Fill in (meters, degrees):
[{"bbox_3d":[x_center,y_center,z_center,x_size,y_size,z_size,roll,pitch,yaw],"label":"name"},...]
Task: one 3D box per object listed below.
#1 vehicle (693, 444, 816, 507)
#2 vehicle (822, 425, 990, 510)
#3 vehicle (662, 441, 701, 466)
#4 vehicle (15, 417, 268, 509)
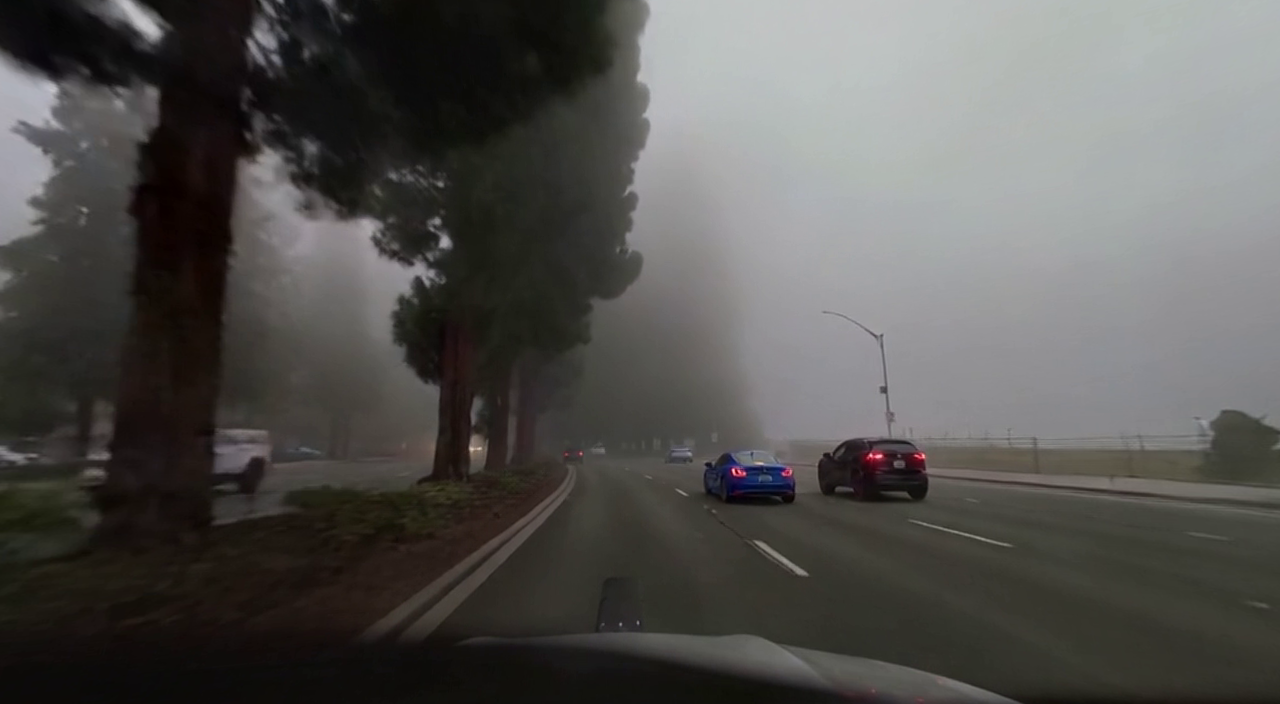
[{"bbox_3d":[2.679,3.022,15.949,1.990,1.347,4.388,1,-9,-4],"label":"vehicle"},{"bbox_3d":[6.150,2.721,15.319,1.987,1.730,4.373,0,-9,-3],"label":"vehicle"},{"bbox_3d":[2.908,7.220,44.997,1.931,1.685,4.054,1,-9,-9],"label":"vehicle"},{"bbox_3d":[-11.179,2.534,14.811,2.202,1.770,4.742,0,-9,-3],"label":"vehicle"}]
